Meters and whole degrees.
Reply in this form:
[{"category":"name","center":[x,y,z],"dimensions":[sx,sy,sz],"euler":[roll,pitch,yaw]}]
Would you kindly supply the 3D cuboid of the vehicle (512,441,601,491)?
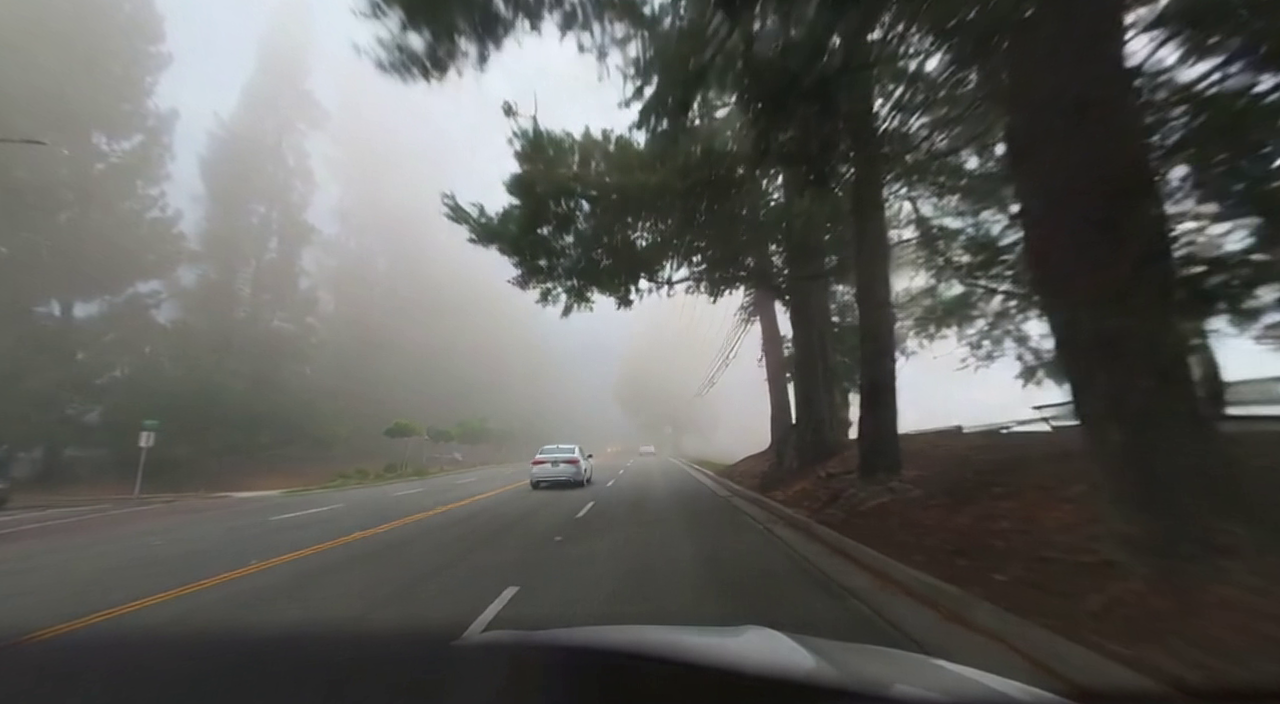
[{"category":"vehicle","center":[-2.584,3.674,20.710],"dimensions":[2.153,1.461,4.374],"euler":[-1,-8,2]}]
